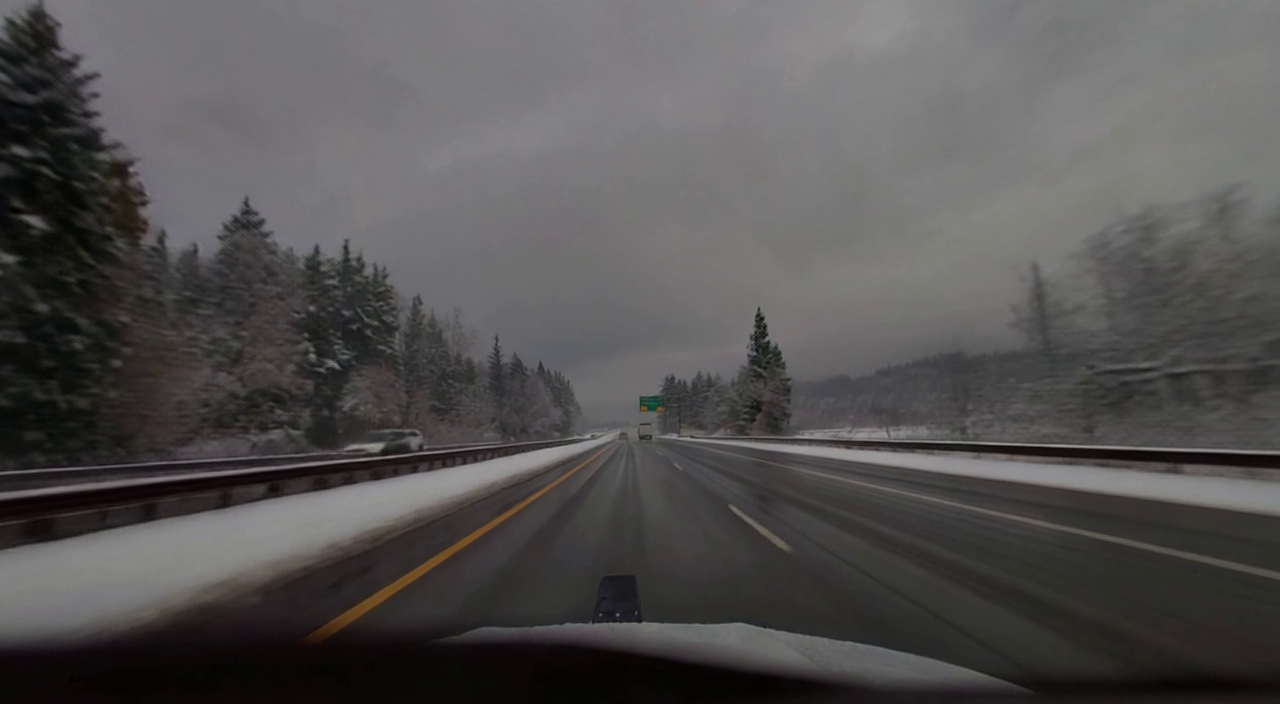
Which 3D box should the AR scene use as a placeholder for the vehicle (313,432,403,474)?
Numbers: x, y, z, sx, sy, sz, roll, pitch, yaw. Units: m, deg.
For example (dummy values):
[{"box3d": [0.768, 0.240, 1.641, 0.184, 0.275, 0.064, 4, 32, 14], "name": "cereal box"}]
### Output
[{"box3d": [-13.869, 4.954, 31.186, 2.703, 1.938, 3.843, 0, -8, -1], "name": "vehicle"}]
